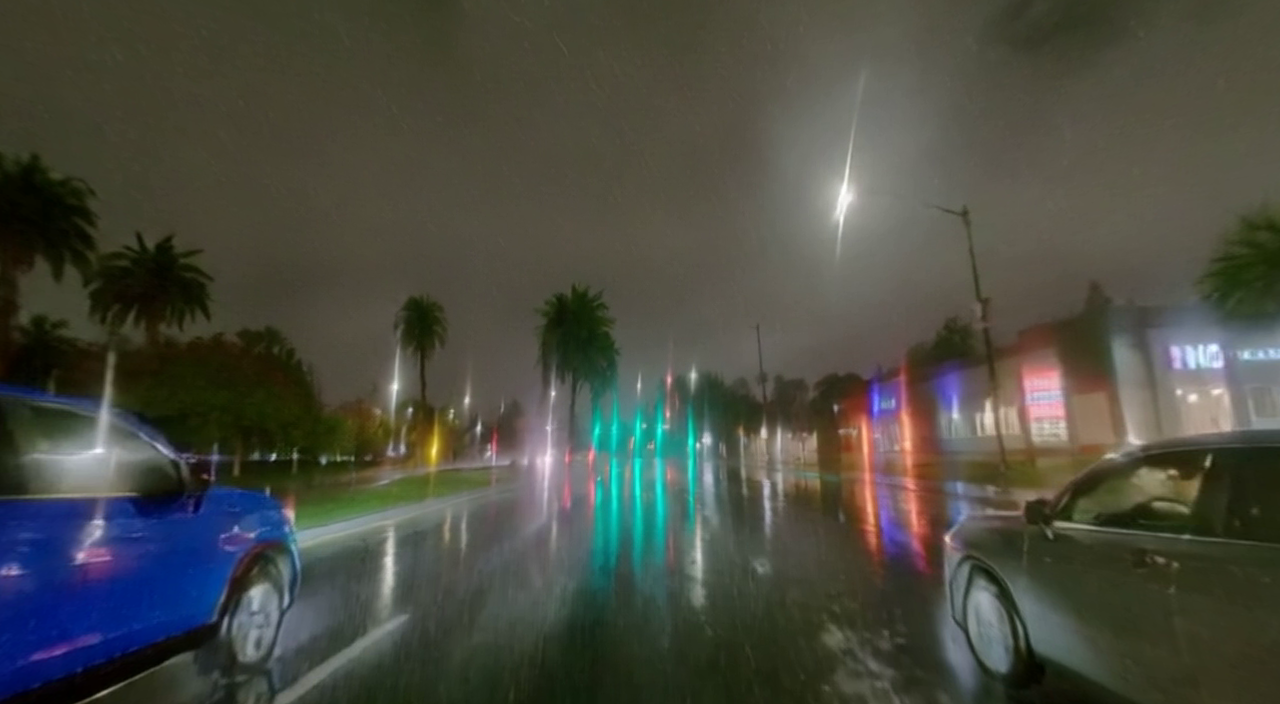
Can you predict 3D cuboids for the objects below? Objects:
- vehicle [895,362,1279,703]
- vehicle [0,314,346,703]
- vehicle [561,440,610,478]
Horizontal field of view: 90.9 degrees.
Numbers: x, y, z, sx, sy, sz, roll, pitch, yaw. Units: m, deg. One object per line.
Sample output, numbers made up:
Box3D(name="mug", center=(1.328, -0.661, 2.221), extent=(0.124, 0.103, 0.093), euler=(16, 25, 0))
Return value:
Box3D(name="vehicle", center=(2.807, 0.878, 2.416), extent=(1.946, 1.513, 4.133), euler=(-1, -8, 1))
Box3D(name="vehicle", center=(-3.257, 0.831, 2.498), extent=(2.058, 1.804, 4.391), euler=(0, -8, 0))
Box3D(name="vehicle", center=(-2.673, 5.317, 31.664), extent=(1.998, 1.743, 4.402), euler=(-1, -8, 1))
